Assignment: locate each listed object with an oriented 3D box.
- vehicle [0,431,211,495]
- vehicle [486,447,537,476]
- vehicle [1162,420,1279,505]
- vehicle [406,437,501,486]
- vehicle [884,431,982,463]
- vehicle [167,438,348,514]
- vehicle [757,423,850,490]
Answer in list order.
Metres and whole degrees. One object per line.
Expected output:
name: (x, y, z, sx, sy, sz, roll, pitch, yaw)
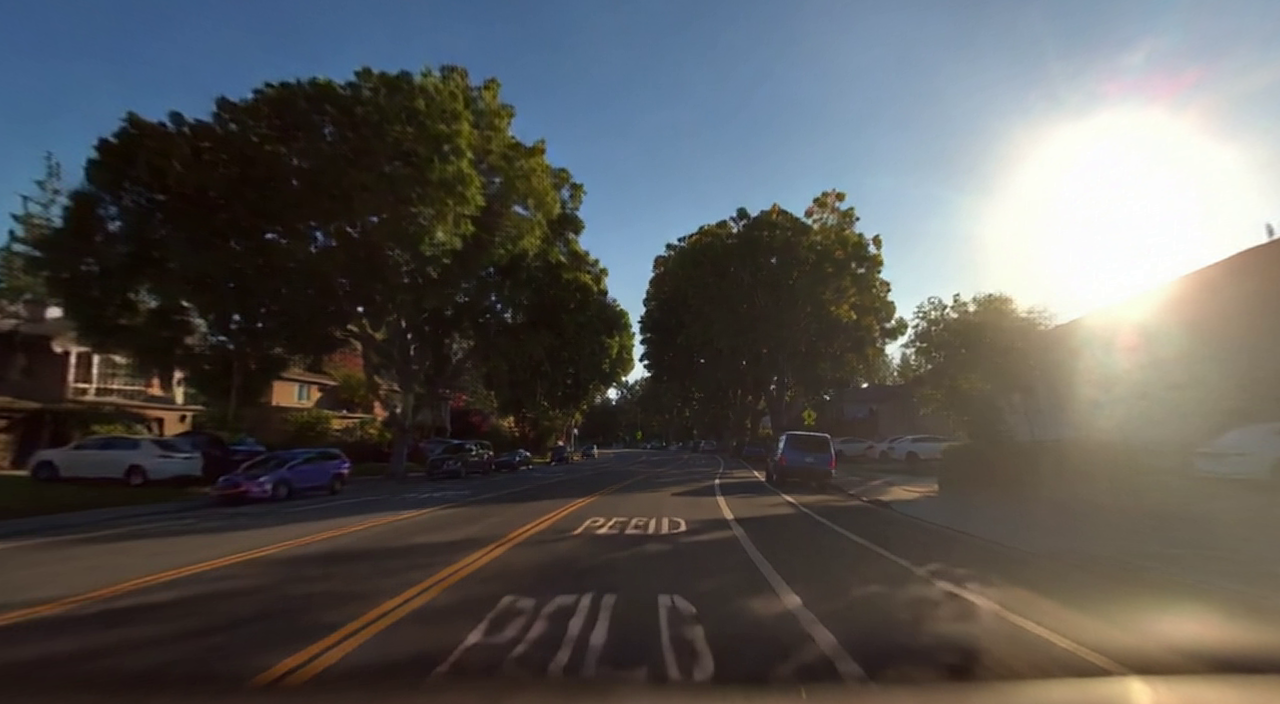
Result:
vehicle: (-17.276, 3.551, 20.443, 5.192, 1.915, 2.200, -1, -8, 6)
vehicle: (-7.854, 6.706, 38.866, 1.967, 1.488, 4.216, -6, -9, 3)
vehicle: (13.744, 2.119, 12.420, 4.810, 1.550, 2.018, -2, -8, 9)
vehicle: (-8.980, 5.319, 30.912, 2.450, 1.998, 5.367, -6, -9, 7)
vehicle: (16.827, 5.498, 36.408, 4.637, 1.661, 2.158, -3, -8, 11)
vehicle: (-10.710, 3.475, 18.162, 2.105, 1.776, 4.657, -4, -9, 4)
vehicle: (5.949, 3.890, 23.868, 2.574, 2.156, 6.672, -2, -8, 8)
